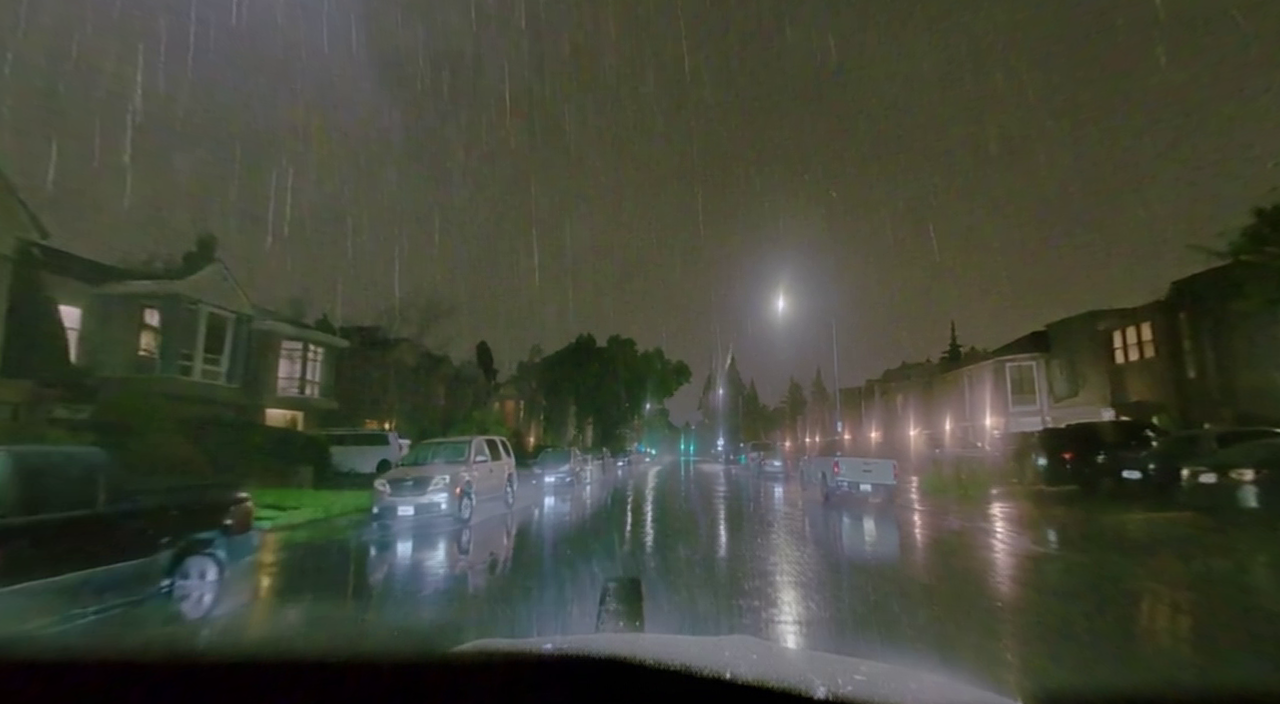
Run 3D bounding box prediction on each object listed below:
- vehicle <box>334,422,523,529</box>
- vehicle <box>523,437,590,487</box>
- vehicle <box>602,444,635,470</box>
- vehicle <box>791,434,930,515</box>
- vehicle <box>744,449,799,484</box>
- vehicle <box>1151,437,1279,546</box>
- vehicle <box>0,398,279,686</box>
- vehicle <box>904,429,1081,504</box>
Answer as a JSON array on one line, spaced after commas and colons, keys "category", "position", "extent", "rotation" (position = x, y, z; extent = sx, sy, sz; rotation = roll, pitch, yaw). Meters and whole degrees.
[{"category": "vehicle", "position": [-4.418, 2.785, 14.452], "extent": [2.319, 1.902, 5.526], "rotation": [-2, -11, 1]}, {"category": "vehicle", "position": [-3.258, 4.500, 25.587], "extent": [2.007, 1.861, 4.101], "rotation": [0, -11, 2]}, {"category": "vehicle", "position": [-1.574, 7.926, 47.609], "extent": [2.035, 1.822, 4.348], "rotation": [0, -11, 4]}, {"category": "vehicle", "position": [5.896, 3.345, 17.839], "extent": [2.201, 1.896, 5.632], "rotation": [-1, -9, 4]}, {"category": "vehicle", "position": [6.449, 5.636, 31.550], "extent": [1.850, 1.516, 5.066], "rotation": [0, -8, 2]}, {"category": "vehicle", "position": [11.278, 2.095, 9.947], "extent": [4.611, 1.510, 1.962], "rotation": [-1, -8, 4]}, {"category": "vehicle", "position": [-4.901, 1.245, 4.130], "extent": [2.035, 1.719, 4.749], "rotation": [-3, -10, 4]}, {"category": "vehicle", "position": [9.957, 3.347, 18.473], "extent": [2.285, 1.833, 4.853], "rotation": [-1, -10, 0]}]
